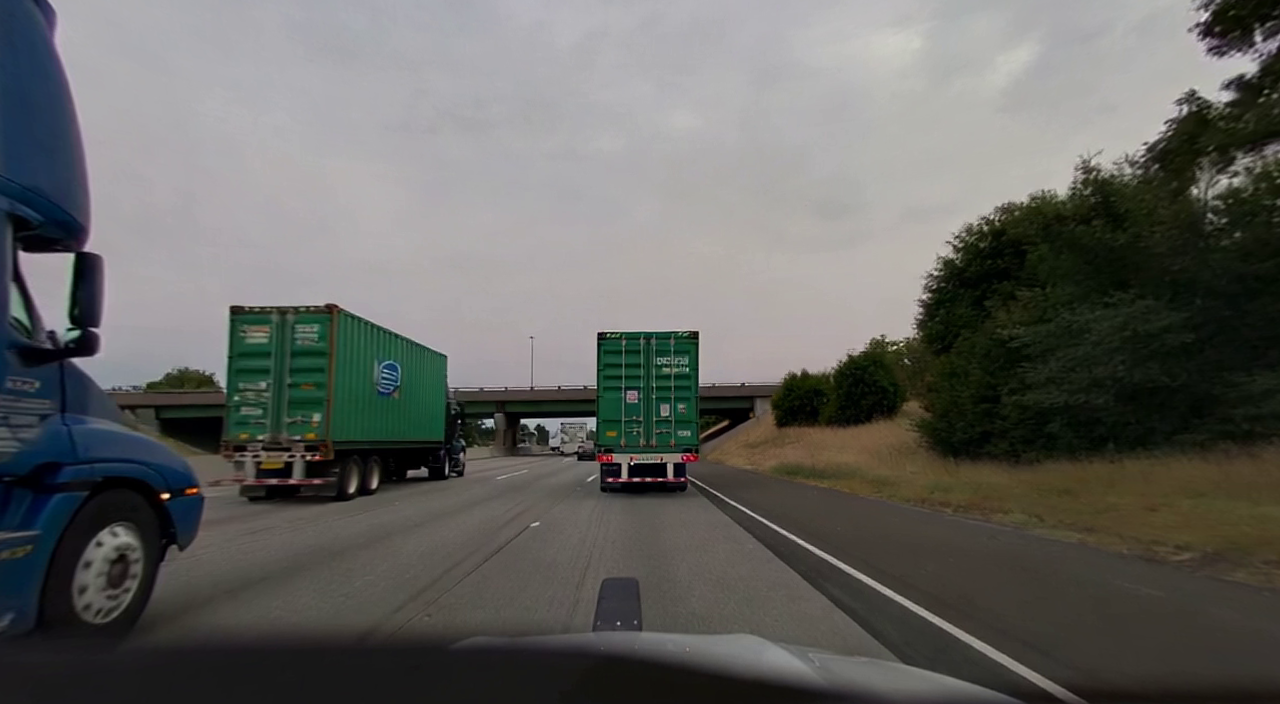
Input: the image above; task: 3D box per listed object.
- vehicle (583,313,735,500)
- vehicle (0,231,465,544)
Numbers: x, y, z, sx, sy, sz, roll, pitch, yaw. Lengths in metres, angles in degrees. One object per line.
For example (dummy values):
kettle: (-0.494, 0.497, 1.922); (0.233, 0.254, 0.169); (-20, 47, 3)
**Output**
vehicle: (0.351, 1.744, 18.020); (3.357, 4.212, 7.519); (0, -9, -1)
vehicle: (-7.170, 1.279, 14.271); (3.023, 4.139, 11.860); (0, -9, 0)
